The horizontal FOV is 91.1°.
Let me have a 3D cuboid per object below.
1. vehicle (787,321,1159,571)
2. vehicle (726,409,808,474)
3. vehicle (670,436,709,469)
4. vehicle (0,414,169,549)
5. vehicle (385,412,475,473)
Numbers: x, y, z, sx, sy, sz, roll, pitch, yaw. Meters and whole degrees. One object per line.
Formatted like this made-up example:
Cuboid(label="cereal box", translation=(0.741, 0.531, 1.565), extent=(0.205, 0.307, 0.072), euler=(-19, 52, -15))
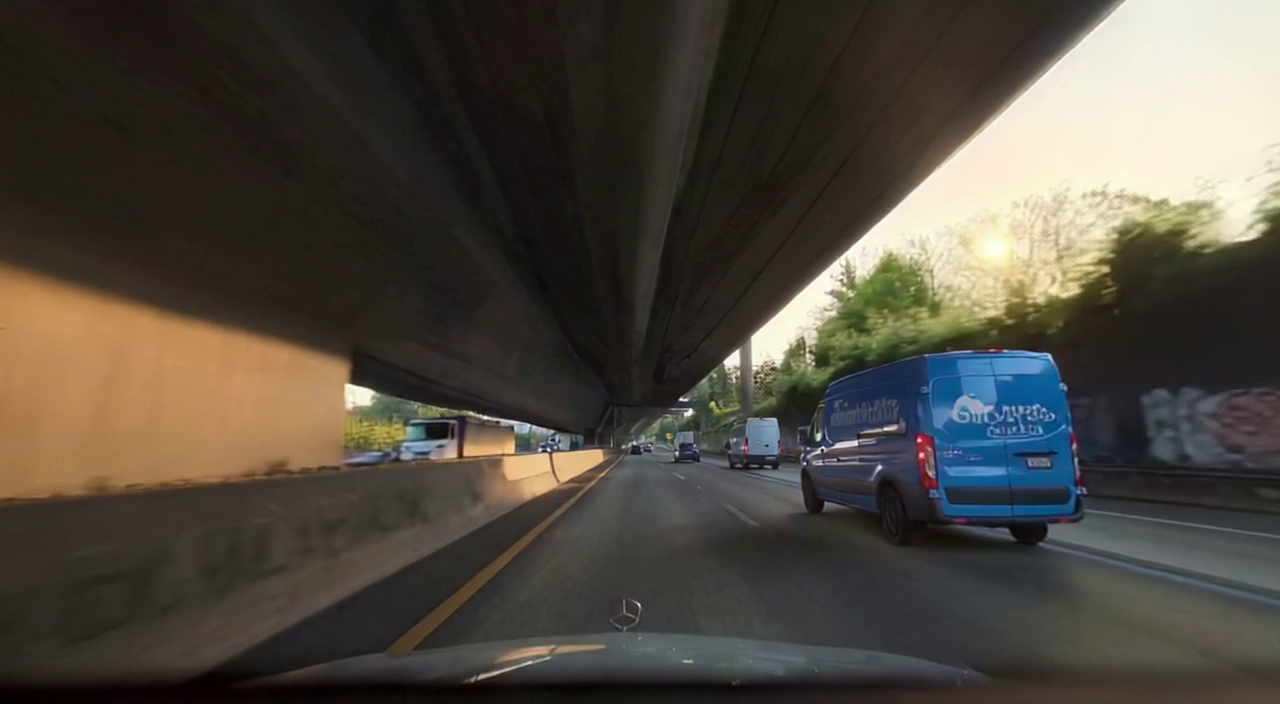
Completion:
Cuboid(label="vehicle", translation=(4.173, 1.396, 9.543), extent=(2.283, 2.631, 5.719), euler=(0, -9, -2))
Cuboid(label="vehicle", translation=(6.959, 5.116, 35.675), extent=(2.761, 3.225, 7.624), euler=(0, -9, -2))
Cuboid(label="vehicle", translation=(3.115, 6.490, 40.659), extent=(2.007, 1.943, 5.010), euler=(0, -9, -1))
Cuboid(label="vehicle", translation=(-8.663, 1.662, 8.164), extent=(1.827, 1.612, 4.182), euler=(0, -9, 0))
Cuboid(label="vehicle", translation=(-12.043, 5.366, 36.890), extent=(2.571, 3.122, 8.065), euler=(-1, -9, -1))
